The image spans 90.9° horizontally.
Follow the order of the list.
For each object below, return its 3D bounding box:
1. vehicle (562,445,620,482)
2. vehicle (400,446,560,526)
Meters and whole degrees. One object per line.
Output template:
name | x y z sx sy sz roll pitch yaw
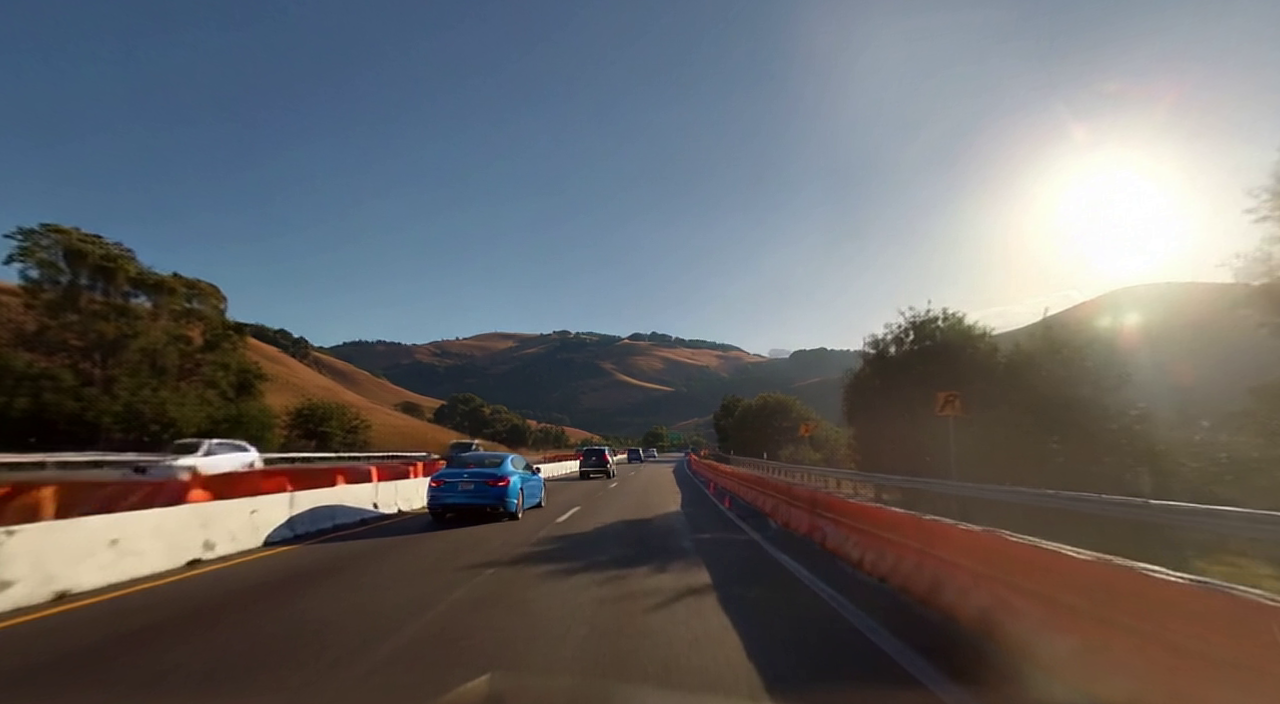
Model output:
vehicle | -2.042 4.821 27.529 2.094 1.480 4.124 0 -9 2
vehicle | -2.970 2.577 12.669 2.061 1.330 3.928 0 -9 2
